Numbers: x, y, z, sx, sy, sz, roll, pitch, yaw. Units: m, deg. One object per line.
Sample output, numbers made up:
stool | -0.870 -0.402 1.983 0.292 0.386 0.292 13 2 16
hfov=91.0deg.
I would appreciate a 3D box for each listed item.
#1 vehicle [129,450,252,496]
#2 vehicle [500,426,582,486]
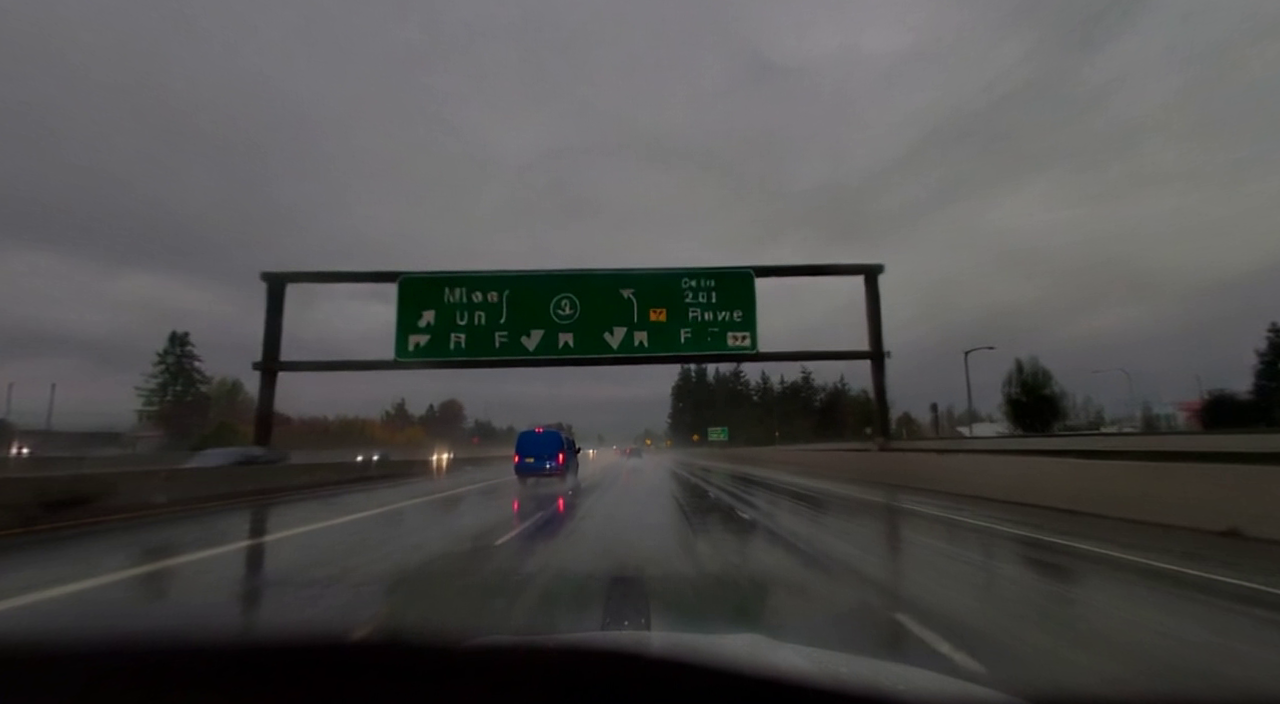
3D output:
vehicle | -16.022 4.283 22.663 1.727 1.450 3.615 0 -8 0
vehicle | -3.582 3.873 23.687 2.281 2.025 4.586 0 -8 0
